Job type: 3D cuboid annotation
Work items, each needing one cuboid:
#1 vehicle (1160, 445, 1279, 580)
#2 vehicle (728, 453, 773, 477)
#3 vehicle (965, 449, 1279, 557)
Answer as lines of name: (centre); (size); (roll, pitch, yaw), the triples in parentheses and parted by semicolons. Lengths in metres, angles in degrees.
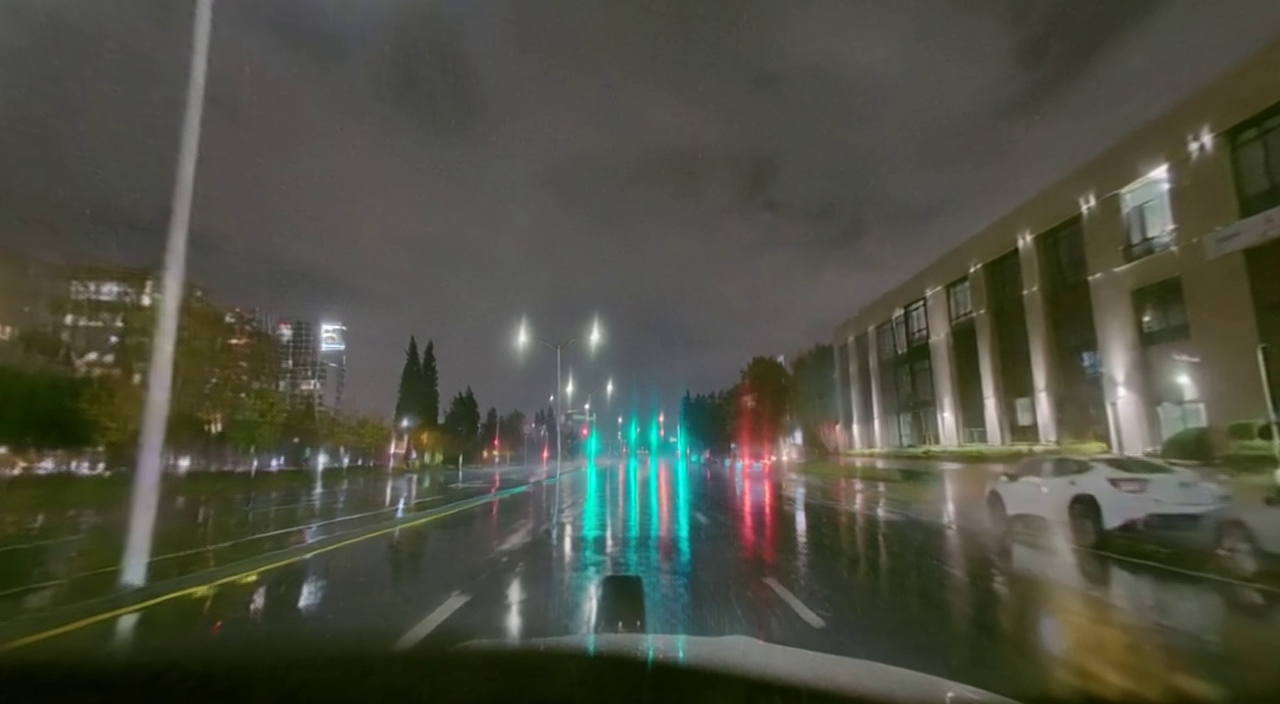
vehicle: (7.745, 1.652, 6.299); (1.714, 1.439, 4.020); (0, -9, 1)
vehicle: (7.435, 7.661, 43.030); (2.066, 1.451, 4.783); (0, -9, -2)
vehicle: (7.861, 2.440, 11.040); (1.913, 1.465, 4.446); (0, -9, -1)
